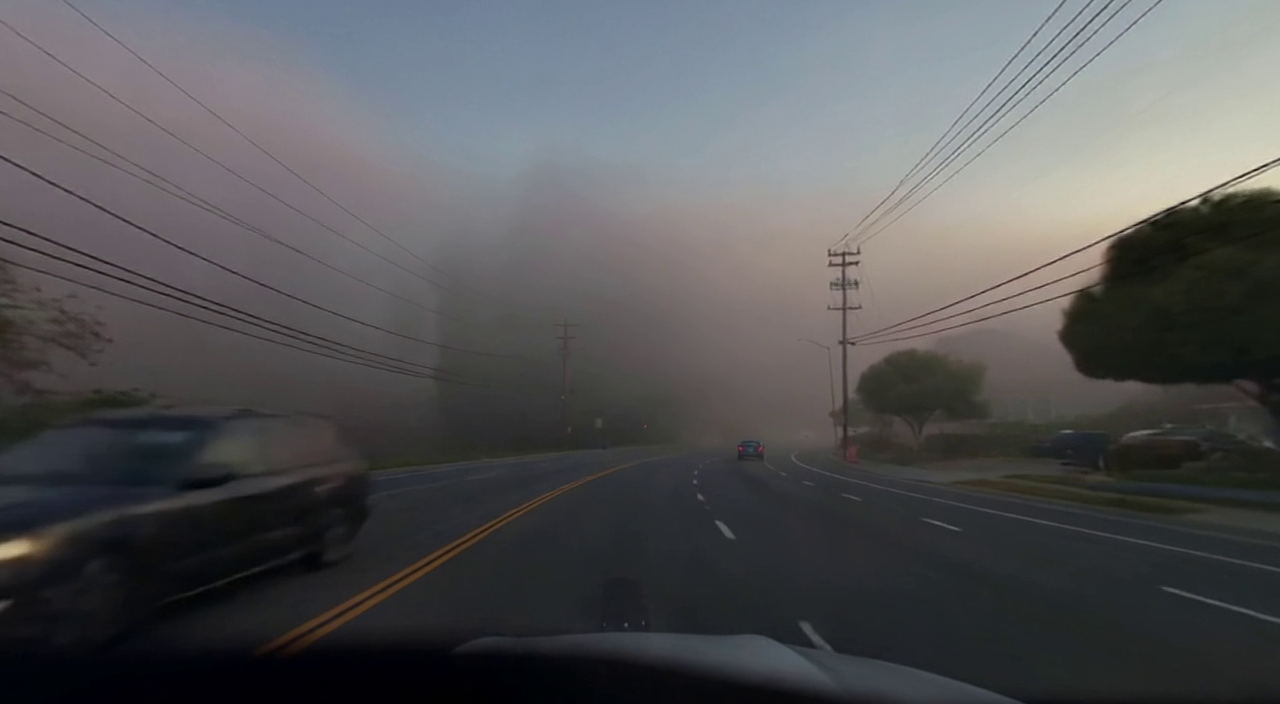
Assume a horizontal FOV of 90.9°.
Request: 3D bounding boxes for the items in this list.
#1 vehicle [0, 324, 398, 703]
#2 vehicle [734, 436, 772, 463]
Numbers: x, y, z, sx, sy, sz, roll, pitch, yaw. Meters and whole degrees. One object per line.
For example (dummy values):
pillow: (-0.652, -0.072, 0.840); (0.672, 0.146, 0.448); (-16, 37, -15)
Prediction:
vehicle: (-3.769, 1.038, 4.326); (2.191, 1.771, 4.981); (-1, -9, 1)
vehicle: (6.606, 5.712, 36.868); (1.982, 1.451, 4.152); (-2, -9, 10)
